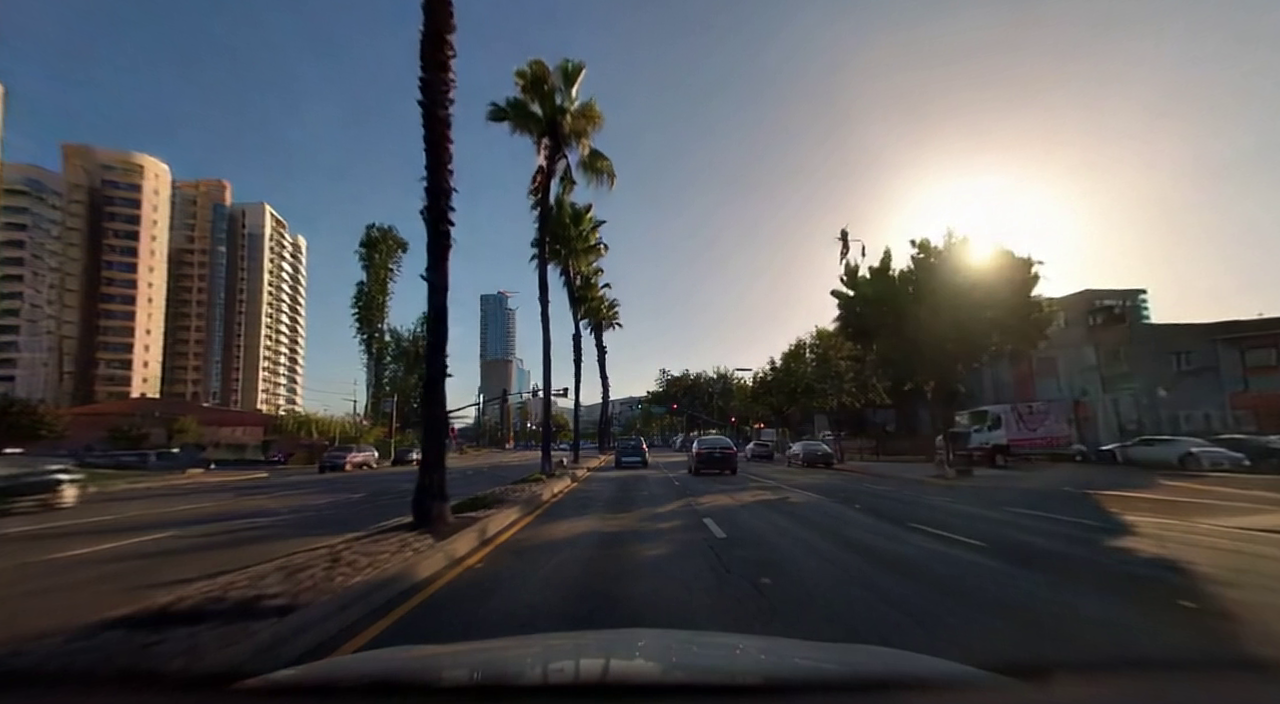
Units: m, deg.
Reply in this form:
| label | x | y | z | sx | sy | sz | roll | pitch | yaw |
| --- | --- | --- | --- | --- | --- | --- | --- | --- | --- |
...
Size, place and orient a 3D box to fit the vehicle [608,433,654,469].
| label | x | y | z | sx | sy | sz | roll | pitch | yaw |
| --- | --- | --- | --- | --- | --- | --- | --- | --- | --- |
| vehicle | -0.480 | 5.309 | 33.806 | 2.277 | 1.816 | 4.192 | 0 | -8 | -1 |

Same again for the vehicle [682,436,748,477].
| label | x | y | z | sx | sy | sz | roll | pitch | yaw |
| --- | --- | --- | --- | --- | --- | --- | --- | --- | --- |
| vehicle | 3.077 | 4.425 | 26.883 | 2.195 | 1.590 | 4.668 | 0 | -8 | -1 |

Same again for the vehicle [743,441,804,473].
| label | x | y | z | sx | sy | sz | roll | pitch | yaw |
| --- | --- | --- | --- | --- | --- | --- | --- | --- | --- |
| vehicle | 6.651 | 5.248 | 31.819 | 1.975 | 1.483 | 4.769 | 0 | -8 | -1 |

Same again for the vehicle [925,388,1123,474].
| label | x | y | z | sx | sy | sz | roll | pitch | yaw |
| --- | --- | --- | --- | --- | --- | --- | --- | --- | --- |
| vehicle | 17.511 | 3.685 | 29.037 | 7.270 | 3.743 | 2.677 | 1 | -8 | -3 |
